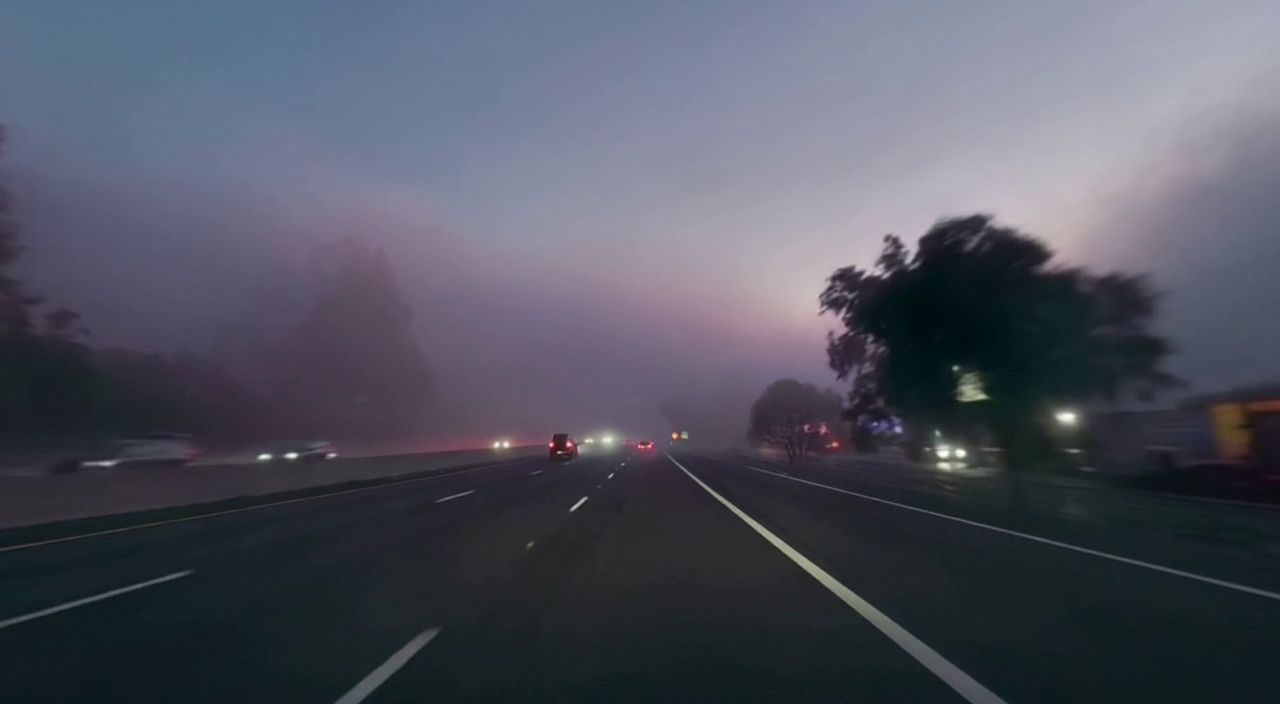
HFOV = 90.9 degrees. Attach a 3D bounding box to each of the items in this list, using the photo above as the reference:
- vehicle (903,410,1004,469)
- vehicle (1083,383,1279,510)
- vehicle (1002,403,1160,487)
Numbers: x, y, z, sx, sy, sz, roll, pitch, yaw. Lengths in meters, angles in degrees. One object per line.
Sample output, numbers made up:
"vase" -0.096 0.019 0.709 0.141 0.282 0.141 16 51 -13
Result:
"vehicle" 19.026 5.390 38.725 3.411 3.351 5.369 0 -8 1
"vehicle" 18.741 3.058 20.490 3.098 3.410 7.172 0 -8 -3
"vehicle" 19.232 4.004 28.038 2.420 3.217 5.881 -2 -6 -2
